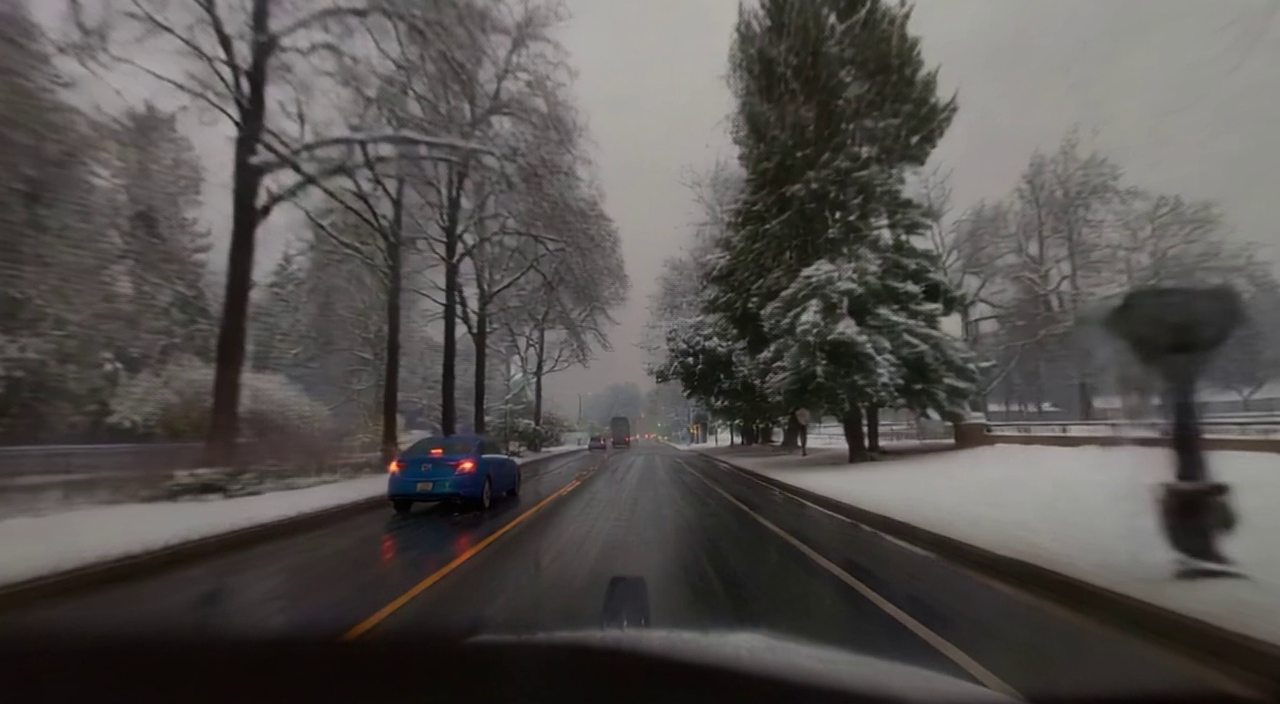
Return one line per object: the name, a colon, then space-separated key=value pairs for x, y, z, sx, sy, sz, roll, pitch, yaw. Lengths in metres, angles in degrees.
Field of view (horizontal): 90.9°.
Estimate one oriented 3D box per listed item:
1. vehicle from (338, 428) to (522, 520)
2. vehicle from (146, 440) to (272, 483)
vehicle: x=-3.827 y=2.310 z=12.516 sx=2.033 sy=1.454 sz=4.512 roll=0 pitch=-8 yaw=1
vehicle: x=-18.571 y=4.702 z=27.488 sx=2.153 sy=1.703 sz=4.599 roll=0 pitch=-8 yaw=0
